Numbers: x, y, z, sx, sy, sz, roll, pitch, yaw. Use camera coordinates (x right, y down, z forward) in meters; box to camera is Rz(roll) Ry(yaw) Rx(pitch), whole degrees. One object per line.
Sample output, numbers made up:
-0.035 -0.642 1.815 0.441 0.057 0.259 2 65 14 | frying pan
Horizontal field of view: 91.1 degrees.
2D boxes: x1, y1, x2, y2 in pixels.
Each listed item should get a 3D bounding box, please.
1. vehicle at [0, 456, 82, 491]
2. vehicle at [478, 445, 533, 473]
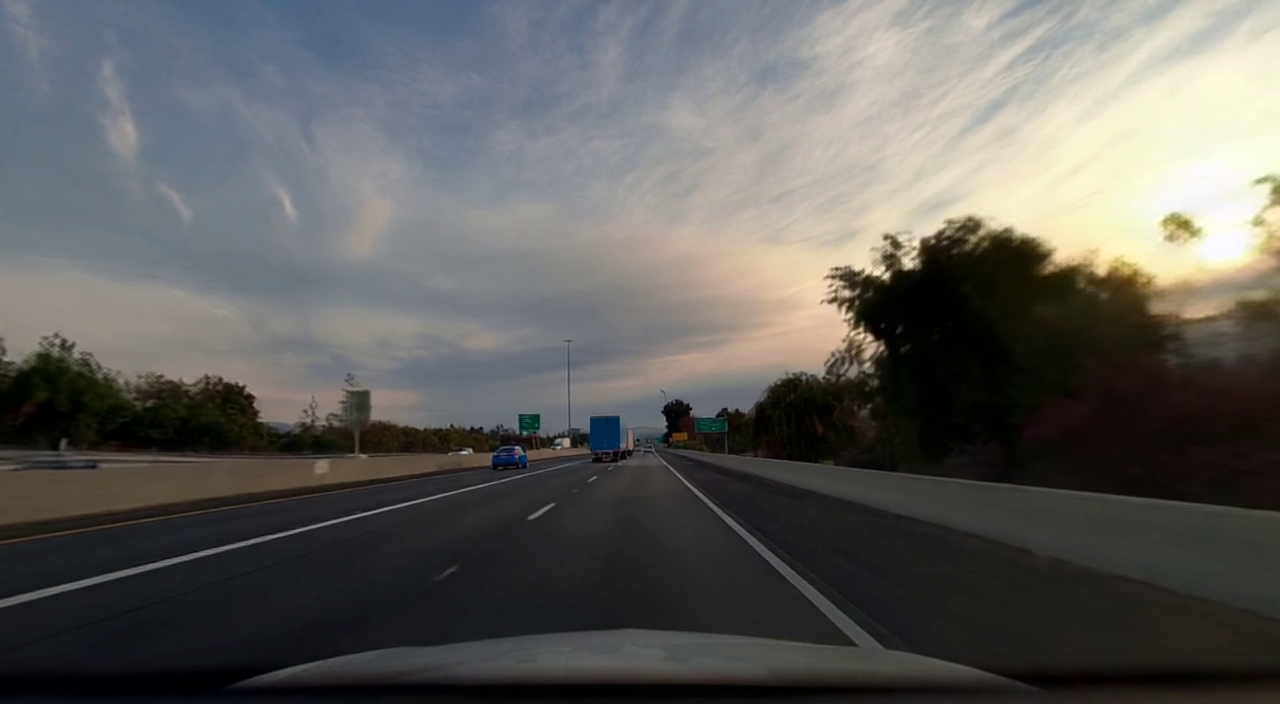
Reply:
-29.176 5.673 29.509 1.792 1.433 4.360 0 -8 1 | vehicle
-7.431 5.936 35.075 1.901 1.467 4.629 0 -8 2 | vehicle
